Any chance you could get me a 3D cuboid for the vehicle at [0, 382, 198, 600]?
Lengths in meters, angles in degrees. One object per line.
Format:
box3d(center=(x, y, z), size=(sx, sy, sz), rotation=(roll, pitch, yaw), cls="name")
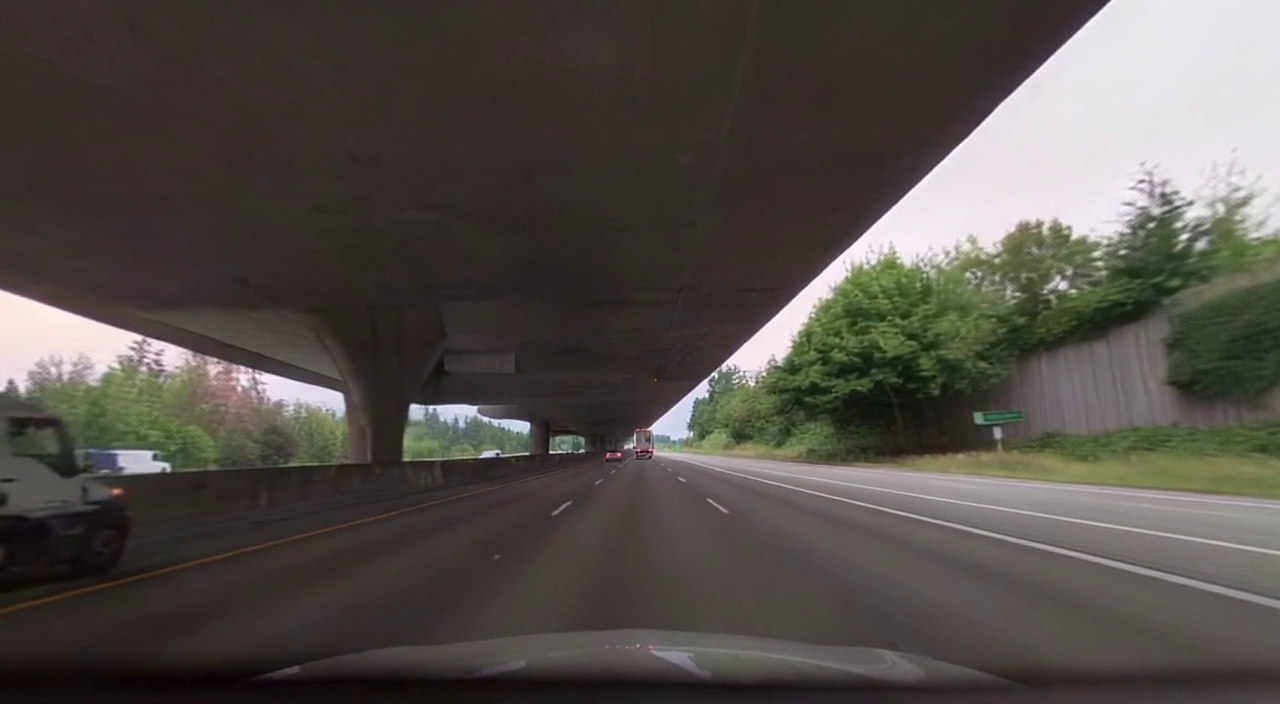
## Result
box3d(center=(-6.881, 1.236, 5.553), size=(2.195, 1.940, 5.154), rotation=(0, -9, 0), cls="vehicle")
